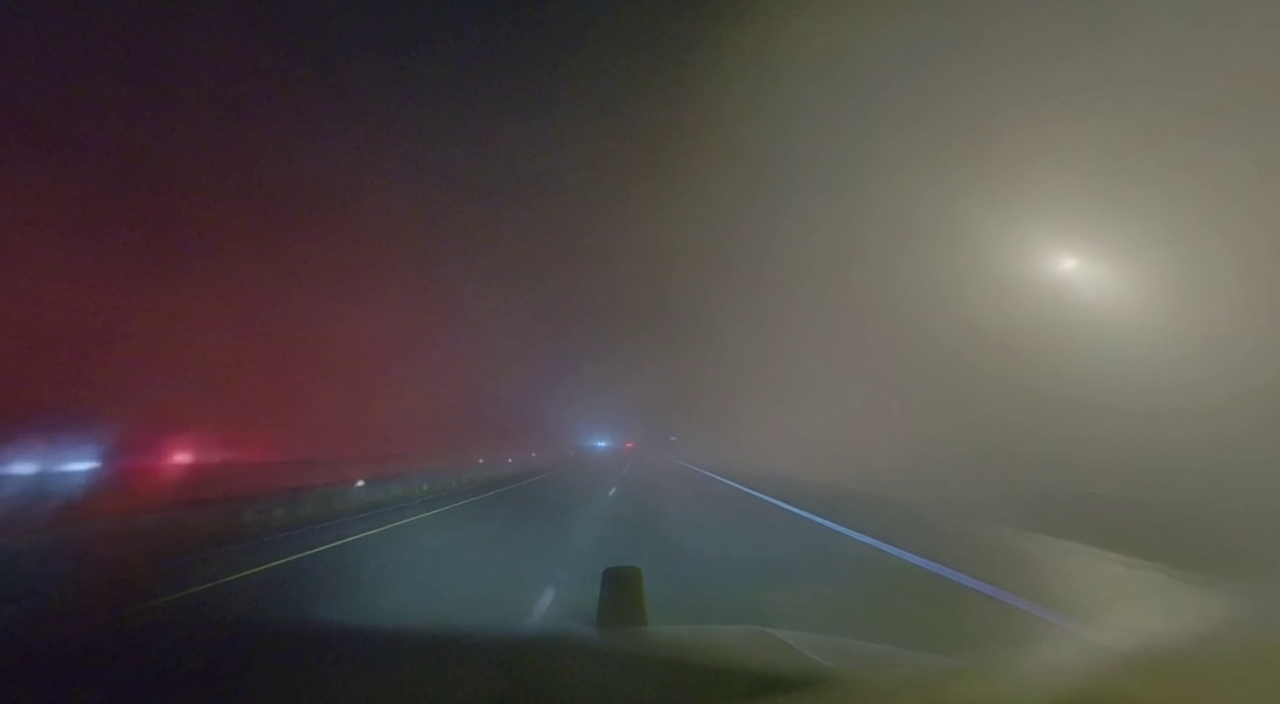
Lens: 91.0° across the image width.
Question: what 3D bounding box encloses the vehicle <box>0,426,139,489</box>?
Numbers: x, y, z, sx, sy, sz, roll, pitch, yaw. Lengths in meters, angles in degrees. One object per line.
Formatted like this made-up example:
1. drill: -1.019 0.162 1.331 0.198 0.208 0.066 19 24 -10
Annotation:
1. vehicle: -15.343 2.711 16.428 1.650 1.455 3.511 0 -8 -1
